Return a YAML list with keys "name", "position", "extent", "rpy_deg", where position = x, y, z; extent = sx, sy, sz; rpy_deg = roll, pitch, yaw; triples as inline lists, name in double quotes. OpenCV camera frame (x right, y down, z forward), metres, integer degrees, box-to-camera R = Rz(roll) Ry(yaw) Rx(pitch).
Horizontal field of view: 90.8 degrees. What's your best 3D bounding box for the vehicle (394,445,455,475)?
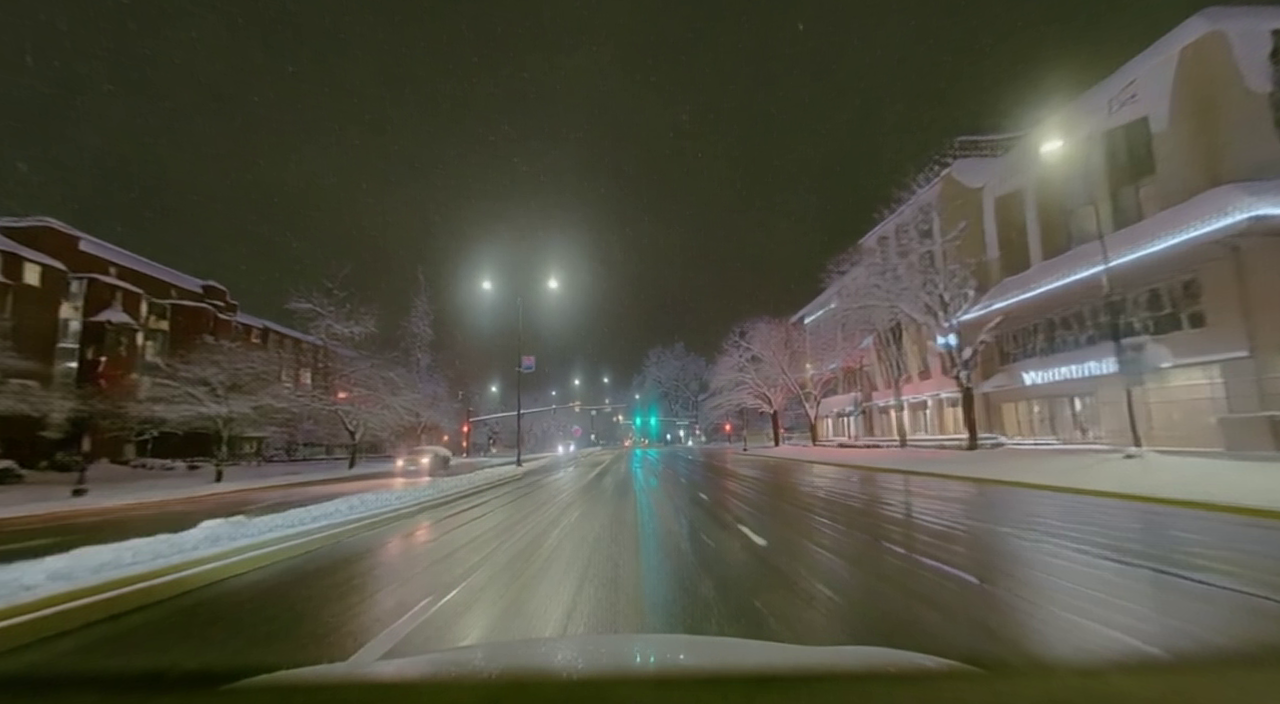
- name: "vehicle"
  position: [-12.959, 6.501, 38.258]
  extent: [2.090, 1.691, 4.497]
  rpy_deg: [0, -9, 0]
